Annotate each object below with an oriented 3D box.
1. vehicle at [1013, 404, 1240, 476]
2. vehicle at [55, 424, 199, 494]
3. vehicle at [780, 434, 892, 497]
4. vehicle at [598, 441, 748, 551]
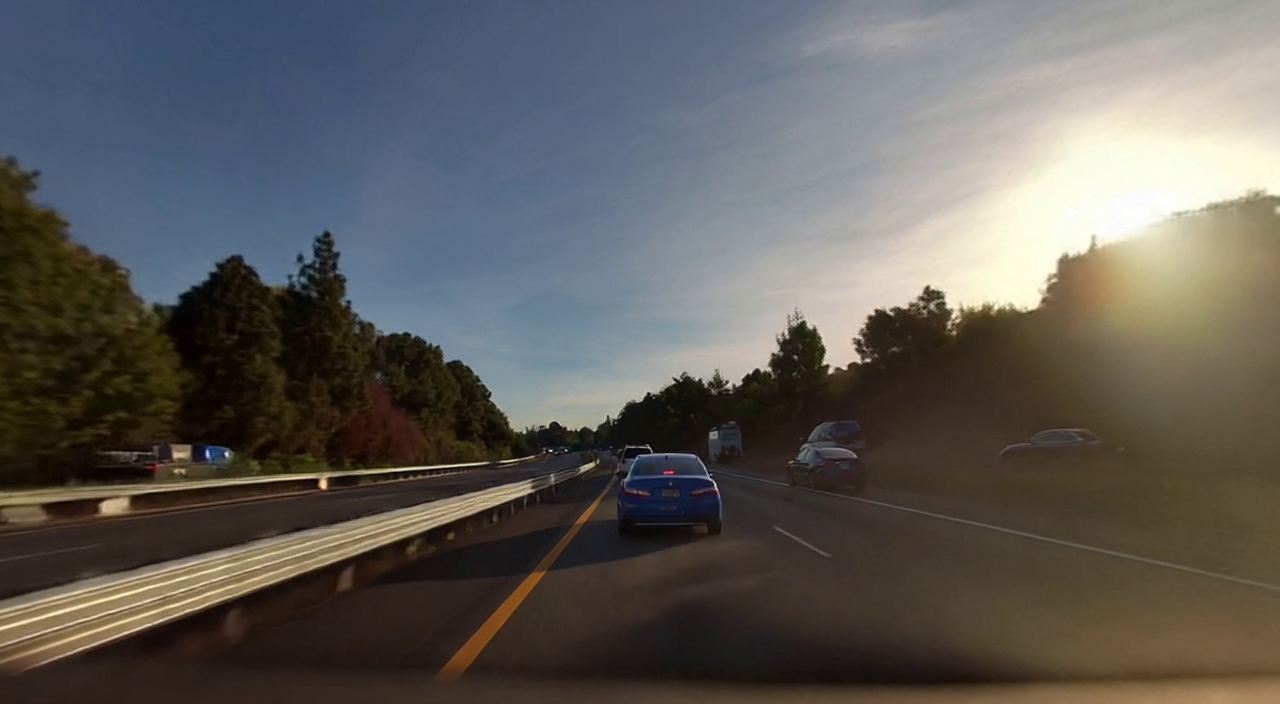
[{"bbox_3d":[31.548,6.063,42.488,2.822,3.996,14.073,1,-9,-7],"label":"vehicle"},{"bbox_3d":[-33.521,6.961,41.714,2.902,3.981,7.819,-3,-8,0],"label":"vehicle"},{"bbox_3d":[6.331,3.725,21.024,2.177,1.827,4.565,0,-9,-1],"label":"vehicle"},{"bbox_3d":[0.416,2.293,10.668,2.076,1.485,3.774,0,-9,-1],"label":"vehicle"}]
